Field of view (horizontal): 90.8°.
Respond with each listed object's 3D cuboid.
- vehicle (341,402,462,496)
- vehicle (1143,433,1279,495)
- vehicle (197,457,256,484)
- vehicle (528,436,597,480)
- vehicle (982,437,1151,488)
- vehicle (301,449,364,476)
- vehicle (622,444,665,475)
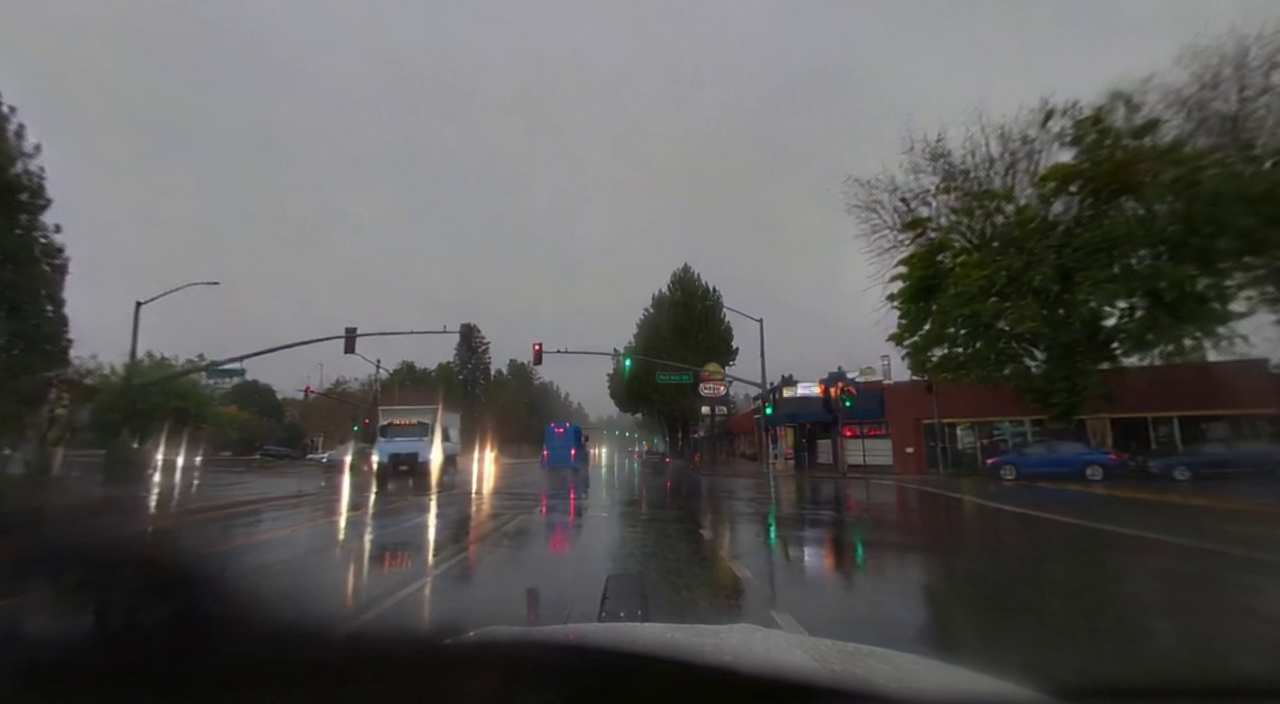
[{"bbox_3d":[-7.533,3.143,20.611,2.507,2.667,4.567,1,-9,-6],"label":"vehicle"},{"bbox_3d":[15.720,2.807,15.942,4.520,1.455,1.968,-6,-11,35],"label":"vehicle"},{"bbox_3d":[-25.285,7.172,38.553,4.432,1.480,1.915,-8,-12,43],"label":"vehicle"},{"bbox_3d":[-3.350,4.759,28.611,2.464,1.777,5.128,0,-9,0],"label":"vehicle"},{"bbox_3d":[14.149,3.656,21.181,4.406,1.512,1.935,-6,-10,35],"label":"vehicle"},{"bbox_3d":[-22.402,7.950,45.909,5.425,1.787,2.191,-8,-12,43],"label":"vehicle"},{"bbox_3d":[0.181,5.551,32.907,2.103,1.487,4.101,0,-9,0],"label":"vehicle"}]
